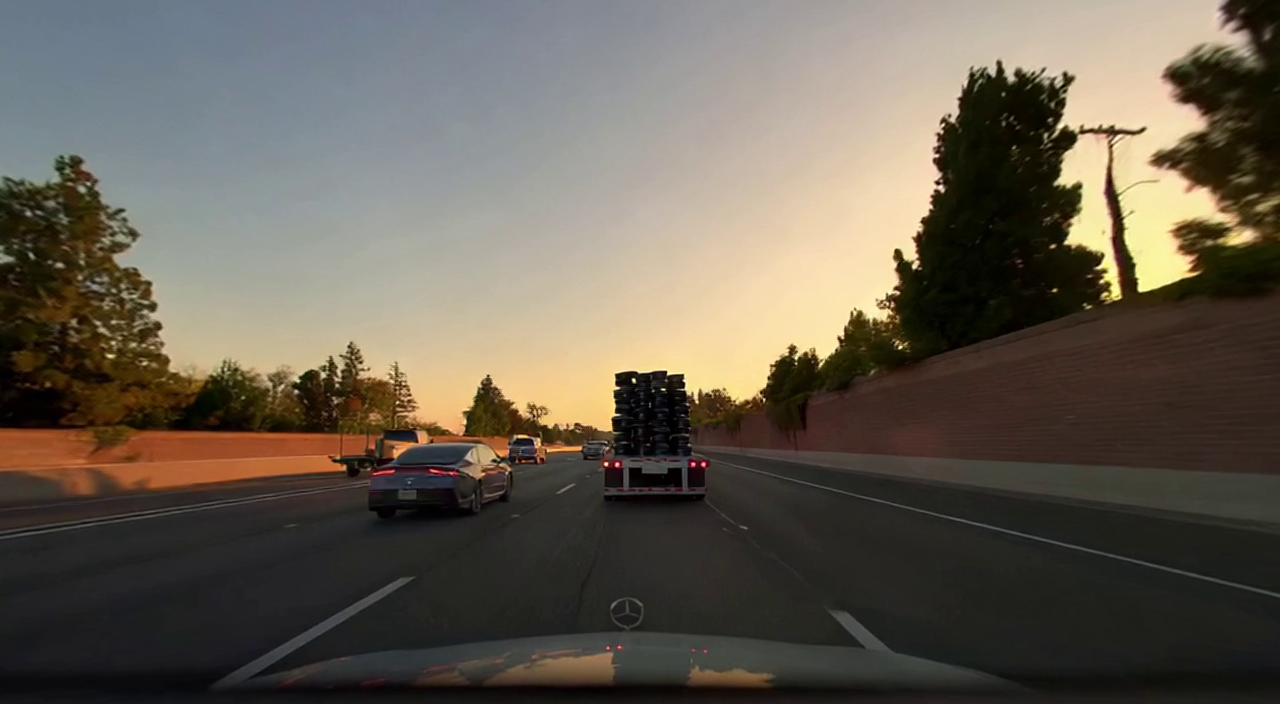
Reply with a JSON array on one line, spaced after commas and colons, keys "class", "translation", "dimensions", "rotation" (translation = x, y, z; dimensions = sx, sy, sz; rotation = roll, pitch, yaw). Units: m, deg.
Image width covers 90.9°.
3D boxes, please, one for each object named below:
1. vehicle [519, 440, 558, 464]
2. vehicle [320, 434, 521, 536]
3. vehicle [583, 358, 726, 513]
[{"class": "vehicle", "translation": [-7.155, 7.116, 44.959], "dimensions": [1.965, 1.627, 4.288], "rotation": [0, -8, 1]}, {"class": "vehicle", "translation": [-3.647, 2.284, 11.555], "dimensions": [1.974, 1.475, 4.538], "rotation": [0, -8, 1]}, {"class": "vehicle", "translation": [0.355, 2.259, 16.749], "dimensions": [2.798, 3.071, 8.412], "rotation": [0, -8, 1]}]
